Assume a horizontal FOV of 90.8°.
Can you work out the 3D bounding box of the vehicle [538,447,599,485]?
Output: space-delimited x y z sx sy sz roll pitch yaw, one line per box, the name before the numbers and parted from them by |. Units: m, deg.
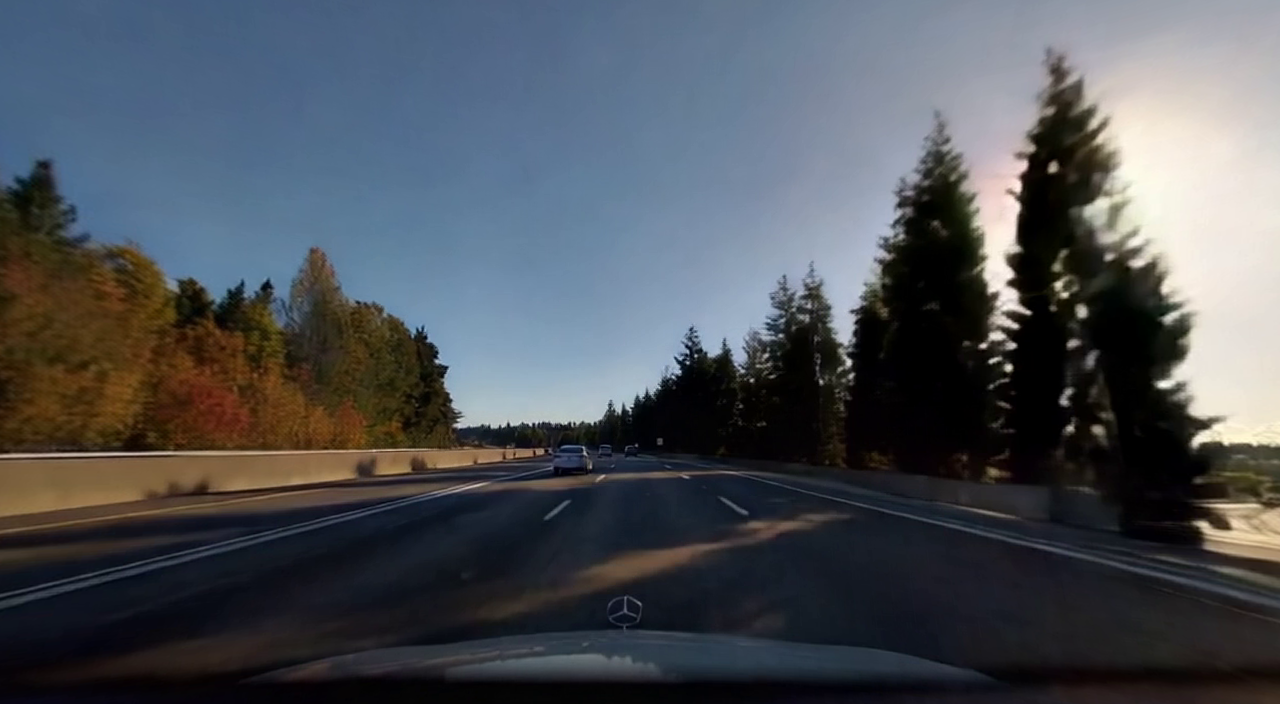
vehicle | -3.168 5.166 28.995 2.184 1.574 5.004 0 -9 0
